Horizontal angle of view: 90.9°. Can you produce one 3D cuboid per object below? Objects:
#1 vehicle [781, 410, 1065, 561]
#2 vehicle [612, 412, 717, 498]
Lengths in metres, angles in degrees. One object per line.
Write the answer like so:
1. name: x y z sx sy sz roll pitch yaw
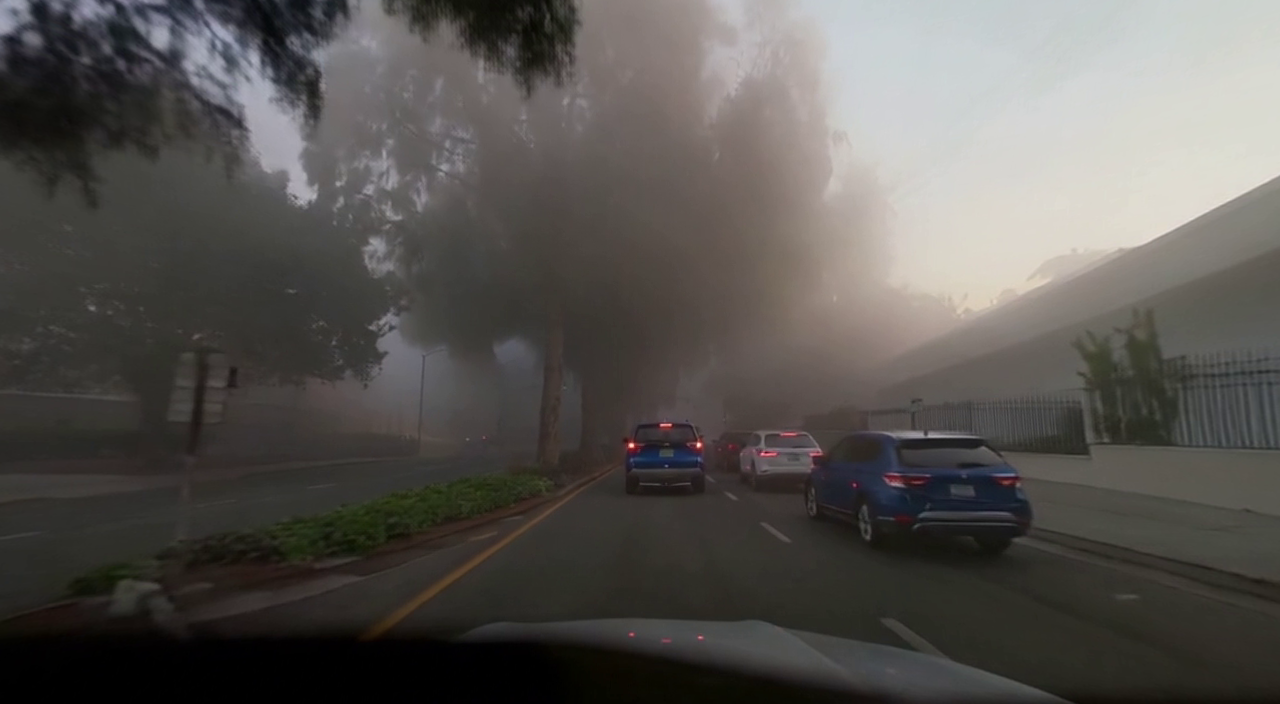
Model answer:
1. vehicle: 3.784 1.891 9.703 2.138 1.699 4.852 0 -8 0
2. vehicle: 0.621 2.665 16.523 2.386 1.947 4.168 -1 -8 2
